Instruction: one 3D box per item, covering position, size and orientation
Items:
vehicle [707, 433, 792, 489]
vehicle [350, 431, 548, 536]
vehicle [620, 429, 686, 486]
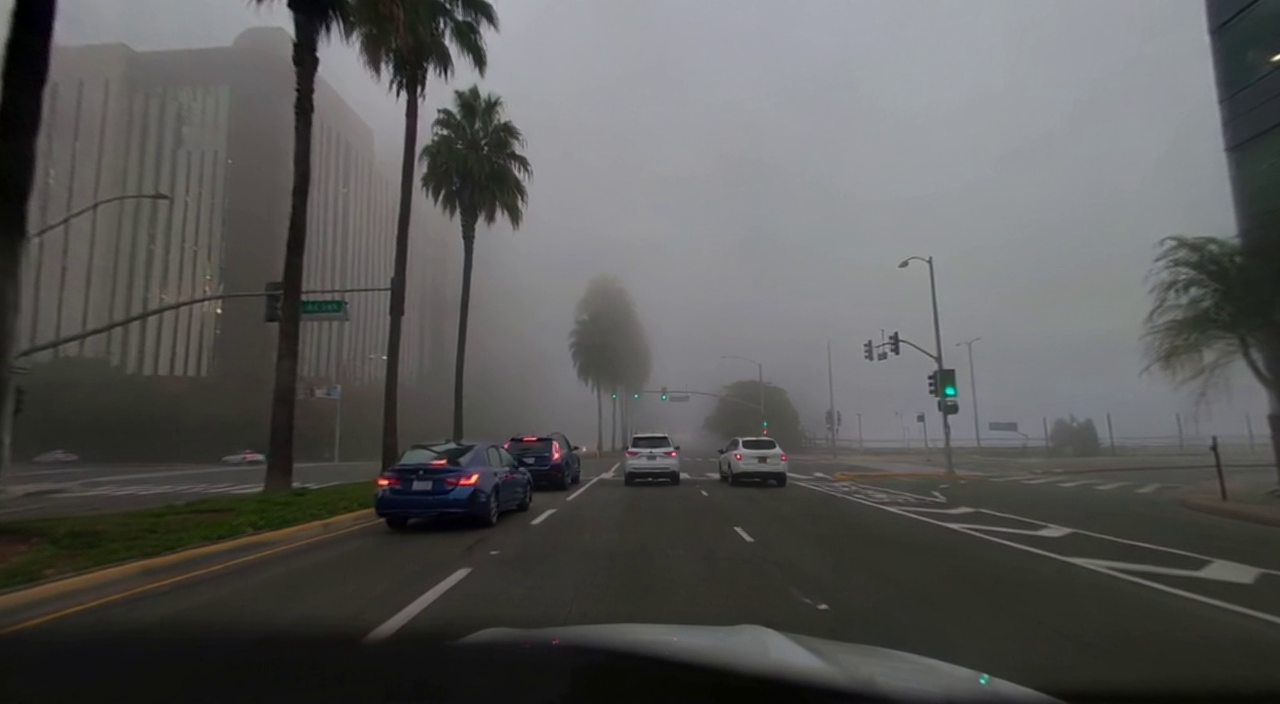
[{"bbox_3d":[3.347,3.429,20.123,1.936,1.567,3.896,0,-9,-1],"label":"vehicle"},{"bbox_3d":[-3.063,2.228,11.353,1.962,1.480,4.605,-1,-9,2],"label":"vehicle"},{"bbox_3d":[0.433,3.605,21.754,2.060,1.730,4.257,0,-9,1],"label":"vehicle"}]
